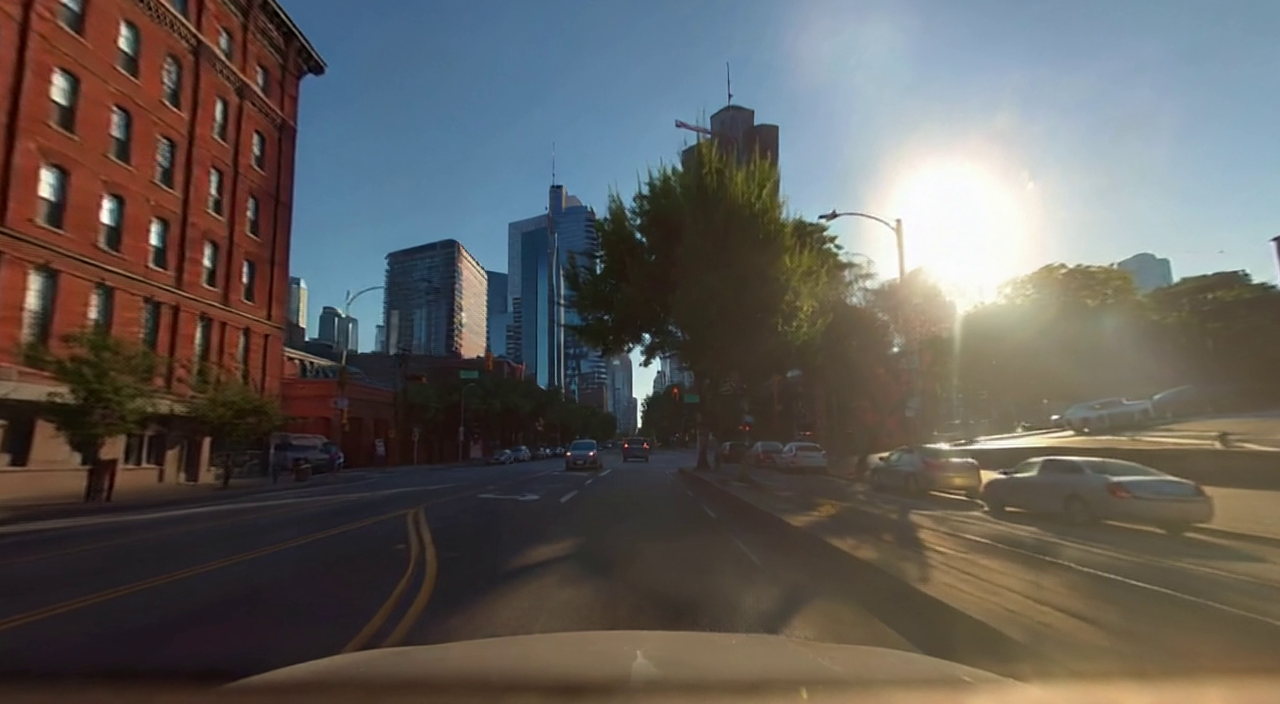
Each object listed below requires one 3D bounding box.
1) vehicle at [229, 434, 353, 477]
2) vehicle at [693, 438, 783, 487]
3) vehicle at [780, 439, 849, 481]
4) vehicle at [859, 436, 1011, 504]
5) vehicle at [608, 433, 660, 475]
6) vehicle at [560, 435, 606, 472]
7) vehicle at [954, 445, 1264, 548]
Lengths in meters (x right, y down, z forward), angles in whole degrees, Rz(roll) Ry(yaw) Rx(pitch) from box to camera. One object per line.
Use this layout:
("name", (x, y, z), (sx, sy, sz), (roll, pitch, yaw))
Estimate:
("vehicle", (-23.604, 7.011, 43.028), (6.679, 2.794, 2.850), (0, -9, 2))
("vehicle", (3.257, 3.796, 22.133), (2.238, 1.499, 4.964), (0, -8, -2))
("vehicle", (8.053, 4.979, 29.629), (1.959, 1.719, 4.538), (1, -7, 0))
("vehicle", (8.116, 3.232, 17.969), (1.963, 1.649, 4.562), (1, -8, -2))
("vehicle", (-0.251, 4.873, 30.419), (2.329, 1.842, 4.537), (0, -8, 0))
("vehicle", (-2.973, 5.413, 33.742), (2.297, 1.812, 4.244), (0, -8, -3))
("vehicle", (8.192, 2.507, 11.830), (2.054, 1.455, 4.786), (0, -8, -1))
